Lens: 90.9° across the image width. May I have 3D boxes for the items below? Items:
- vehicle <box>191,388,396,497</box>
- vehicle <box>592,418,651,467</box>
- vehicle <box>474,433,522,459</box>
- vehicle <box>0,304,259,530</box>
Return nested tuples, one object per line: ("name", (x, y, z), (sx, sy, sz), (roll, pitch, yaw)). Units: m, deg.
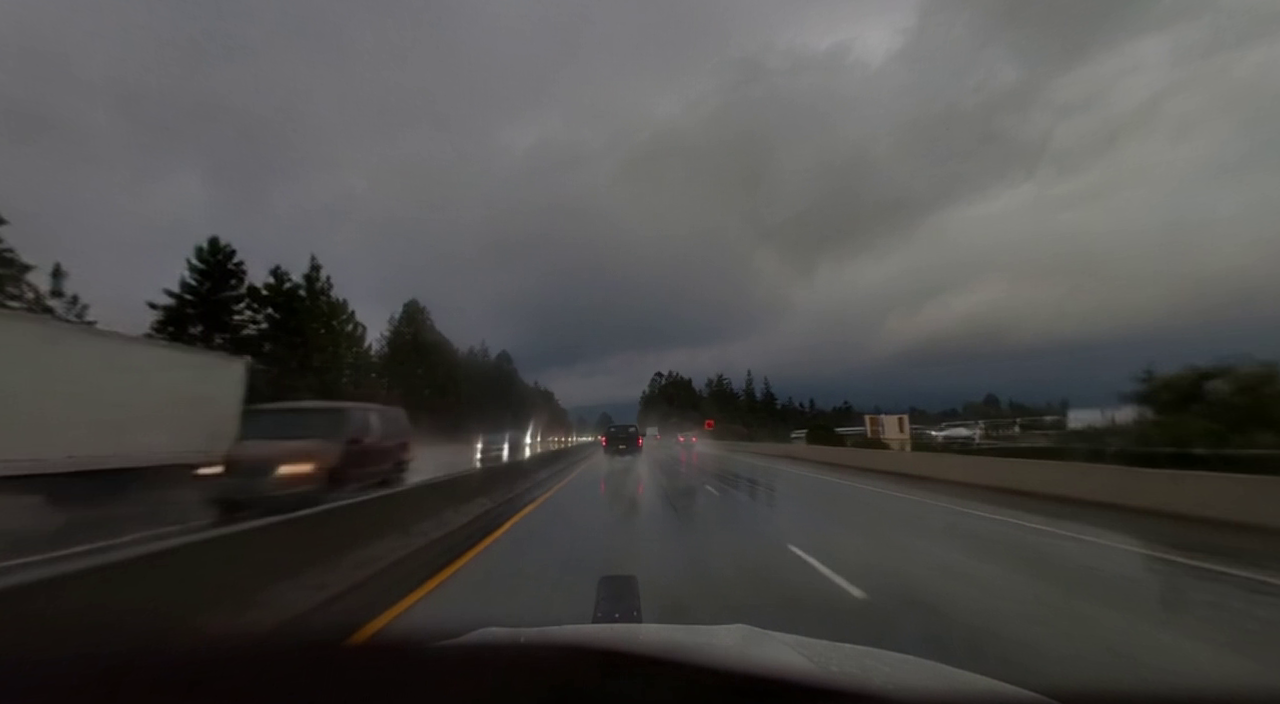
("vehicle", (-9.563, 2.610, 18.364), (2.496, 2.608, 6.293), (0, -8, -2))
("vehicle", (-0.852, 4.146, 29.028), (2.503, 2.044, 4.633), (0, -8, -2))
("vehicle", (-9.834, 6.555, 44.154), (2.293, 1.670, 4.765), (0, -8, -1))
("vehicle", (-13.804, 1.379, 12.990), (3.183, 4.272, 14.168), (0, -8, -1))
